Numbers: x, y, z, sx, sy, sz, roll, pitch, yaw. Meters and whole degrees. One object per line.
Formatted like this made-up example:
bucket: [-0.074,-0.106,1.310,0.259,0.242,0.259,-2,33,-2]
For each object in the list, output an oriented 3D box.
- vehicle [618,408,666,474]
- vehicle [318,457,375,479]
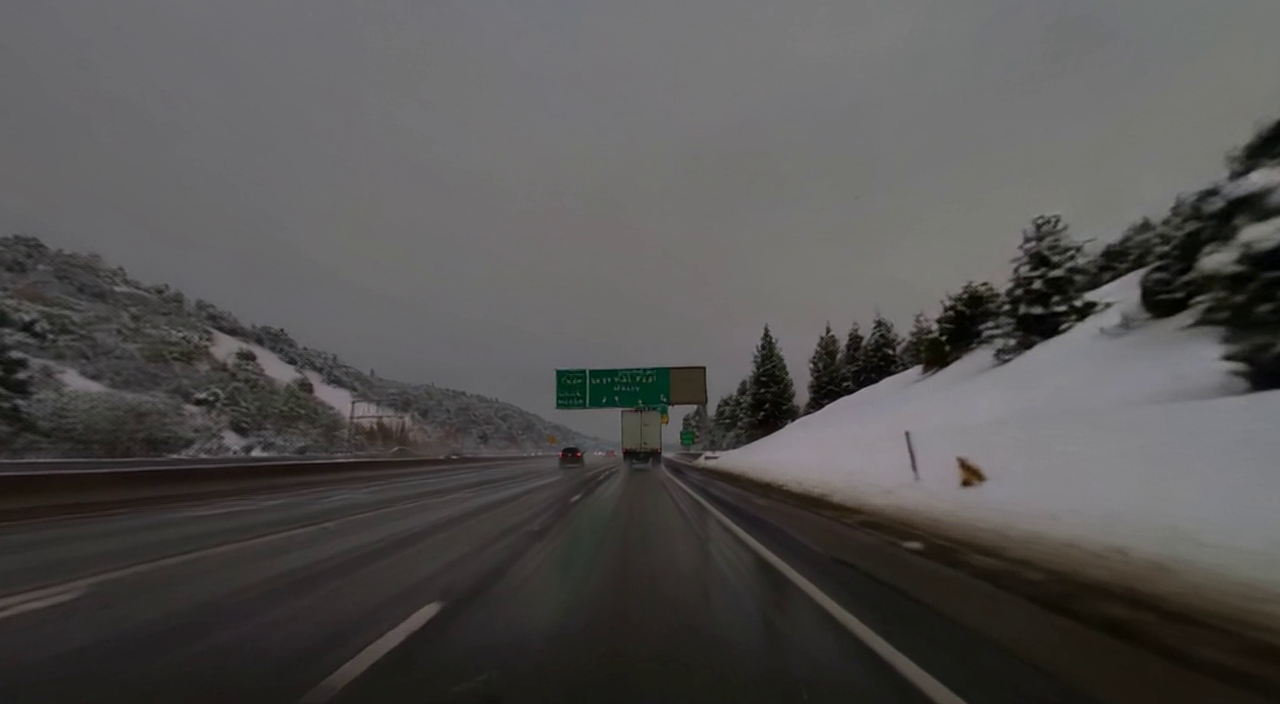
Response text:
vehicle: [0.236,6.552,45.761,3.039,4.131,11.822,0,-9,1]
vehicle: [-21.706,8.575,46.785,2.020,1.500,4.501,0,-9,2]
